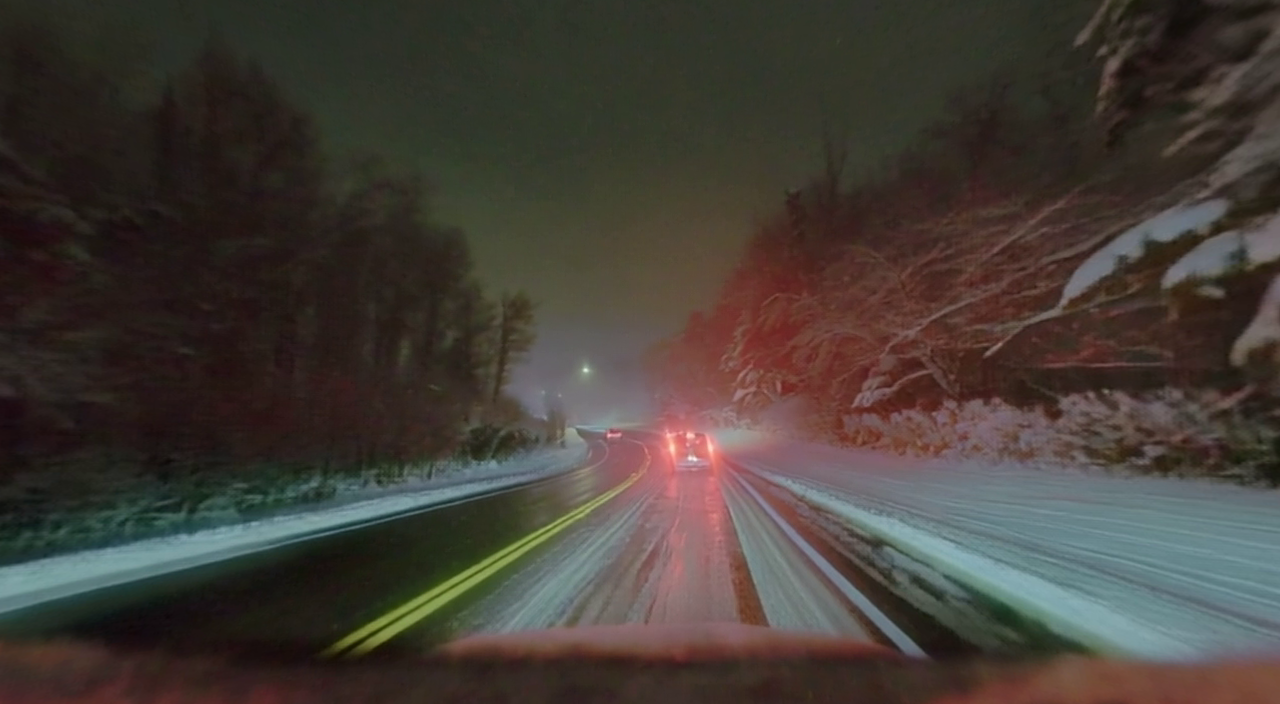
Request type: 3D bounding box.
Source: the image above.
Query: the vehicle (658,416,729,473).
[{"bbox_3d":[2.041,3.696,25.329,2.500,1.961,5.637,-1,-8,3],"label":"vehicle"}]
